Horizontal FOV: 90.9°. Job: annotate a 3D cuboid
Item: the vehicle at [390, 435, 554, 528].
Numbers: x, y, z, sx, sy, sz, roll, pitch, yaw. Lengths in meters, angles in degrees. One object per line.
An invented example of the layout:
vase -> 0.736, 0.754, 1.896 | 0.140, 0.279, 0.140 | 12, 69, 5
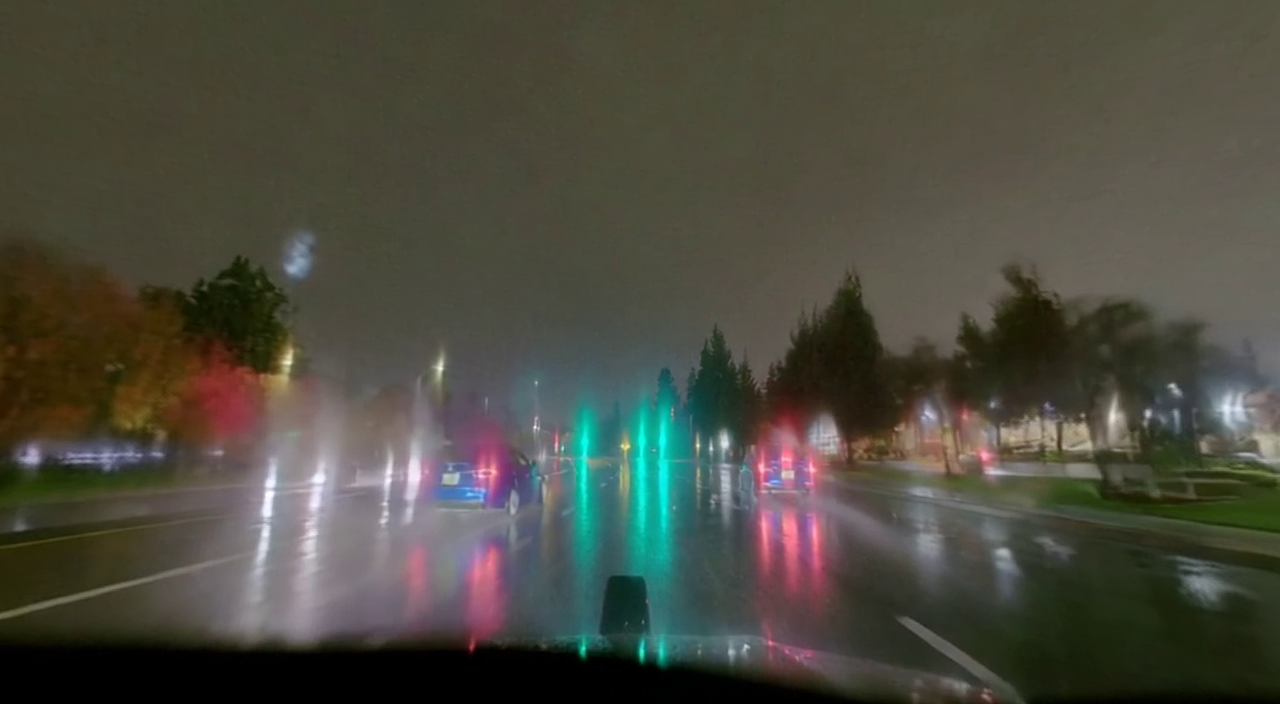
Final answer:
vehicle -> -3.057, 2.448, 12.537 | 2.001, 1.504, 4.212 | -1, -8, 2

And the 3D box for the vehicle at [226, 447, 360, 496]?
vehicle -> -12.343, 4.239, 22.891 | 2.099, 1.542, 4.752 | 0, -8, 1

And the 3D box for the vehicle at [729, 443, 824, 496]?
vehicle -> 4.180, 3.659, 20.063 | 1.977, 1.474, 4.399 | 0, -8, -1
